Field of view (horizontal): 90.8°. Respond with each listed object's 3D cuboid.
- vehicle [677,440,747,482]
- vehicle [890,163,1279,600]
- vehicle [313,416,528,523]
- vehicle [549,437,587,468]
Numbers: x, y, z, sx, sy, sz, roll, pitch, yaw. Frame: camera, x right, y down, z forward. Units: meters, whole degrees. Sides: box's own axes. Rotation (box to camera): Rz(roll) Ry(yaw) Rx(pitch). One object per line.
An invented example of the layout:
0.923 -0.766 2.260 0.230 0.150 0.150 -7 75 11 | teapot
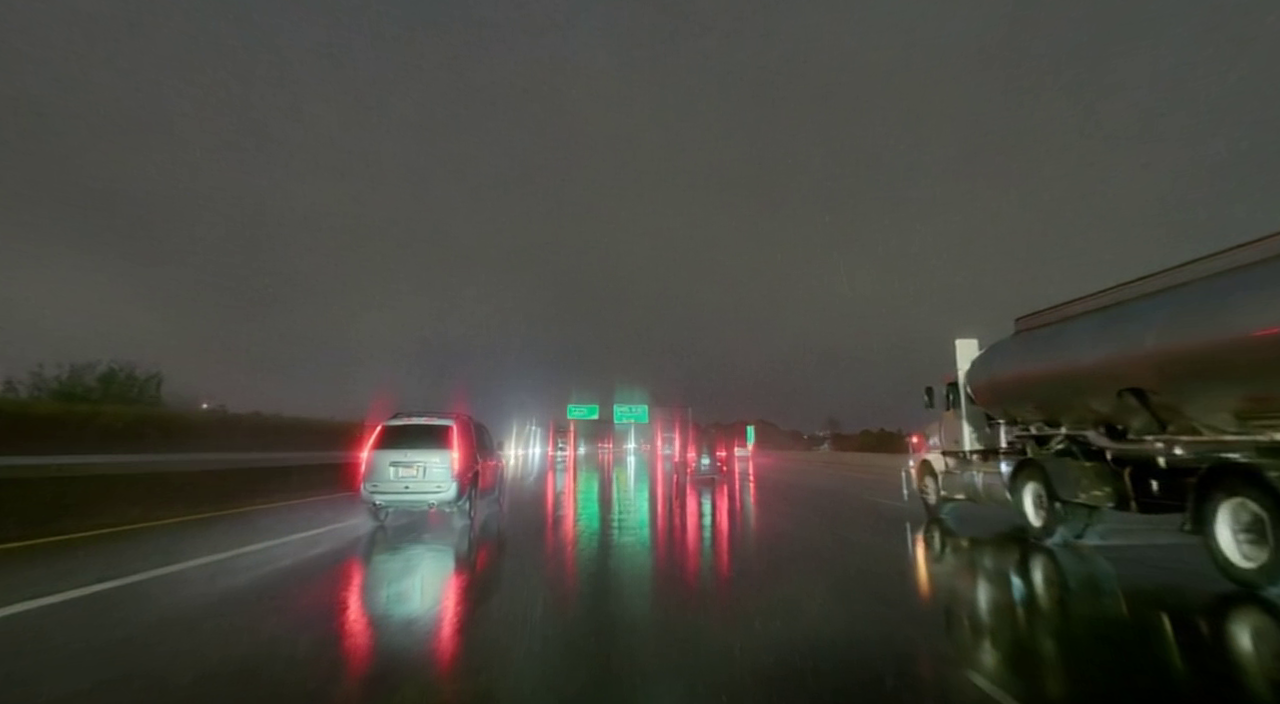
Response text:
2.786 4.362 25.537 2.053 1.510 4.400 0 -9 -3 | vehicle
7.381 0.565 7.647 3.548 3.827 11.870 0 -9 -2 | vehicle
-4.328 2.479 13.925 2.684 1.839 5.803 0 -8 0 | vehicle
-4.634 6.507 41.039 2.149 1.843 4.348 0 -9 -3 | vehicle
